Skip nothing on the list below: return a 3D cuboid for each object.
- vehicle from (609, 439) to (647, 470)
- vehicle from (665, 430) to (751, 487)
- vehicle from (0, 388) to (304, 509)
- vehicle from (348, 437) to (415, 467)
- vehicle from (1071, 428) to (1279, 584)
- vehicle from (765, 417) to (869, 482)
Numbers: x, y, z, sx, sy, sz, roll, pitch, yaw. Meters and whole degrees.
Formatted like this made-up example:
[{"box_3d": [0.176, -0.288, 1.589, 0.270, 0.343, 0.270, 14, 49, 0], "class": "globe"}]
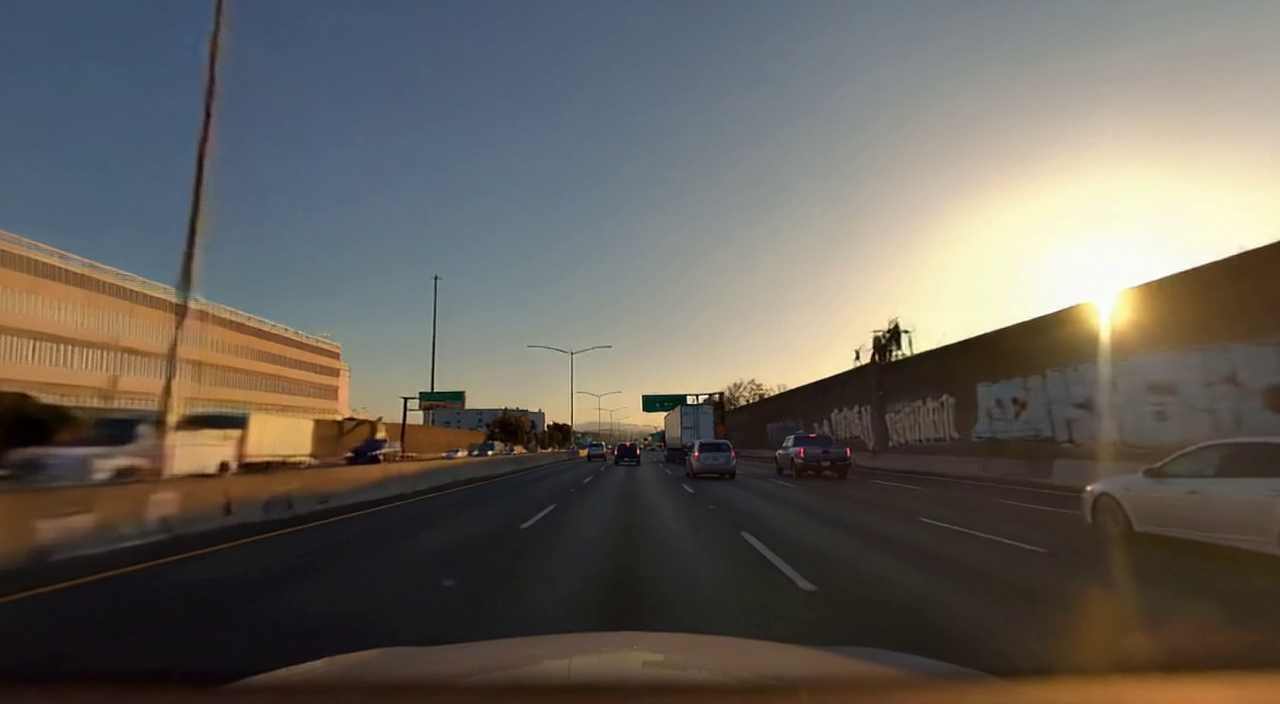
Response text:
[{"box_3d": [-0.711, 5.931, 36.683, 2.073, 1.640, 3.990, 0, -9, -1], "class": "vehicle"}, {"box_3d": [2.317, 3.848, 23.129, 2.249, 1.843, 5.176, 0, -9, -4], "class": "vehicle"}, {"box_3d": [-13.893, 2.906, 19.109, 2.889, 2.851, 8.281, 0, -9, 0], "class": "vehicle"}, {"box_3d": [-17.457, 6.769, 43.018, 2.272, 1.893, 5.579, 0, -9, -1], "class": "vehicle"}, {"box_3d": [7.083, 1.543, 6.497, 1.915, 1.476, 4.677, 0, -9, -1], "class": "vehicle"}, {"box_3d": [7.086, 4.042, 26.290, 2.322, 2.360, 6.433, 0, -9, -1], "class": "vehicle"}]
